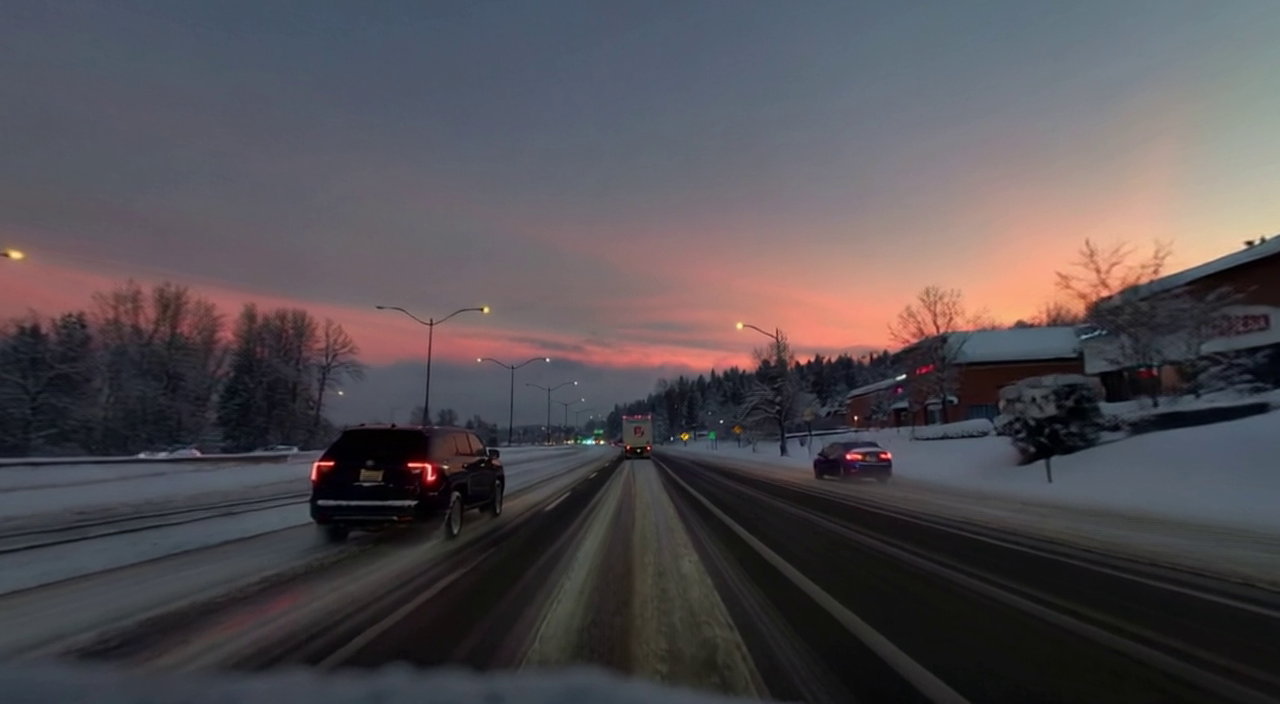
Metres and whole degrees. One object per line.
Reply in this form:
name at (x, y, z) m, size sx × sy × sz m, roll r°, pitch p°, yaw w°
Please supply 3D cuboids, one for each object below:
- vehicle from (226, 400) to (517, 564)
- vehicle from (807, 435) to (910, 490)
vehicle at (-3.496, 1.826, 9.559) m, size 2.178 × 1.826 × 4.933 m, roll 0°, pitch -9°, yaw 1°
vehicle at (7.289, 3.716, 21.467) m, size 1.958 × 1.681 × 4.109 m, roll 0°, pitch -9°, yaw -1°
